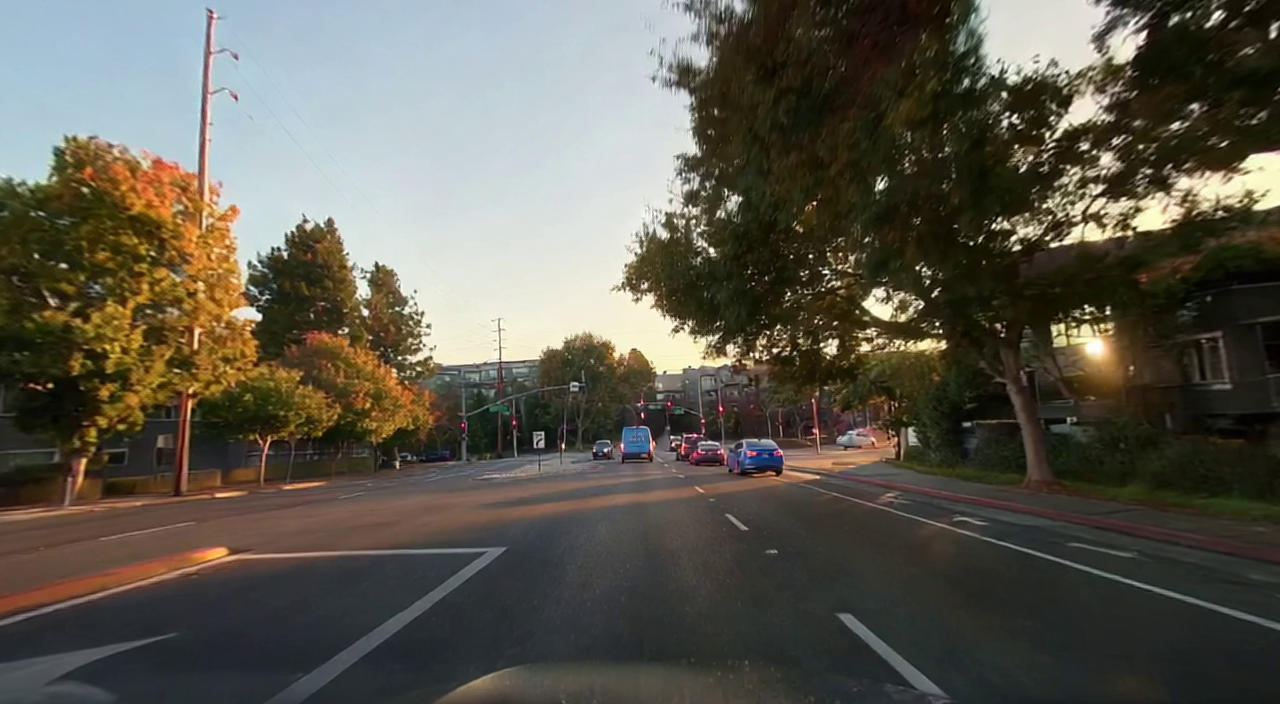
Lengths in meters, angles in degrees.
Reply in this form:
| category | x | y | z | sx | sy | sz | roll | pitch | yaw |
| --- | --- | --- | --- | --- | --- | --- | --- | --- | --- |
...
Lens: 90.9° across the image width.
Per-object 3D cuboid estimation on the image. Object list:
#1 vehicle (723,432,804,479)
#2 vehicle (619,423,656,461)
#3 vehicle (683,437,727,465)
| category | x | y | z | sx | sy | sz | roll | pitch | yaw |
| --- | --- | --- | --- | --- | --- | --- | --- | --- | --- |
| vehicle | 4.311 | 3.719 | 22.848 | 1.967 | 1.506 | 4.968 | 0 | -8 | 0 |
| vehicle | -0.166 | 6.362 | 44.382 | 2.422 | 2.488 | 4.992 | 0 | -8 | 0 |
| vehicle | 3.636 | 5.630 | 36.060 | 1.951 | 1.483 | 4.582 | 0 | -8 | -1 |
